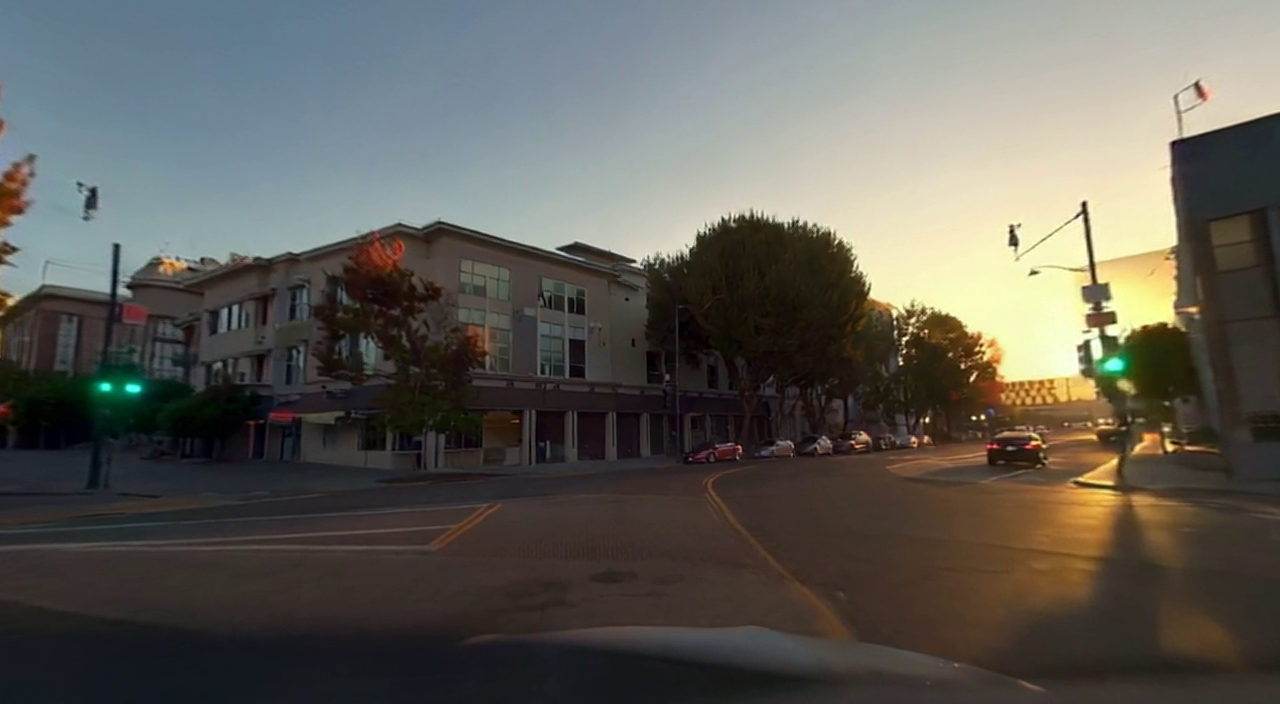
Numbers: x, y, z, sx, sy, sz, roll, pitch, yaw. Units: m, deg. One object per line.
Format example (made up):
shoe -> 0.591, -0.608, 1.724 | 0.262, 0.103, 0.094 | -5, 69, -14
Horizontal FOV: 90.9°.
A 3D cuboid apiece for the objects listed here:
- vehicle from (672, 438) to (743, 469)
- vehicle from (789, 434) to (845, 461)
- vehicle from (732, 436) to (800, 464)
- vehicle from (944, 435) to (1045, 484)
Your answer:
vehicle -> 3.918, 5.759, 36.020 | 1.922, 1.628, 4.291 | -7, -11, 40
vehicle -> 10.684, 5.718, 37.880 | 1.852, 1.465, 4.092 | -6, -10, 36
vehicle -> 8.107, 6.239, 40.254 | 2.179, 1.658, 4.765 | -7, -11, 40
vehicle -> 12.111, 3.666, 21.887 | 2.148, 1.488, 4.508 | -3, -9, 18
